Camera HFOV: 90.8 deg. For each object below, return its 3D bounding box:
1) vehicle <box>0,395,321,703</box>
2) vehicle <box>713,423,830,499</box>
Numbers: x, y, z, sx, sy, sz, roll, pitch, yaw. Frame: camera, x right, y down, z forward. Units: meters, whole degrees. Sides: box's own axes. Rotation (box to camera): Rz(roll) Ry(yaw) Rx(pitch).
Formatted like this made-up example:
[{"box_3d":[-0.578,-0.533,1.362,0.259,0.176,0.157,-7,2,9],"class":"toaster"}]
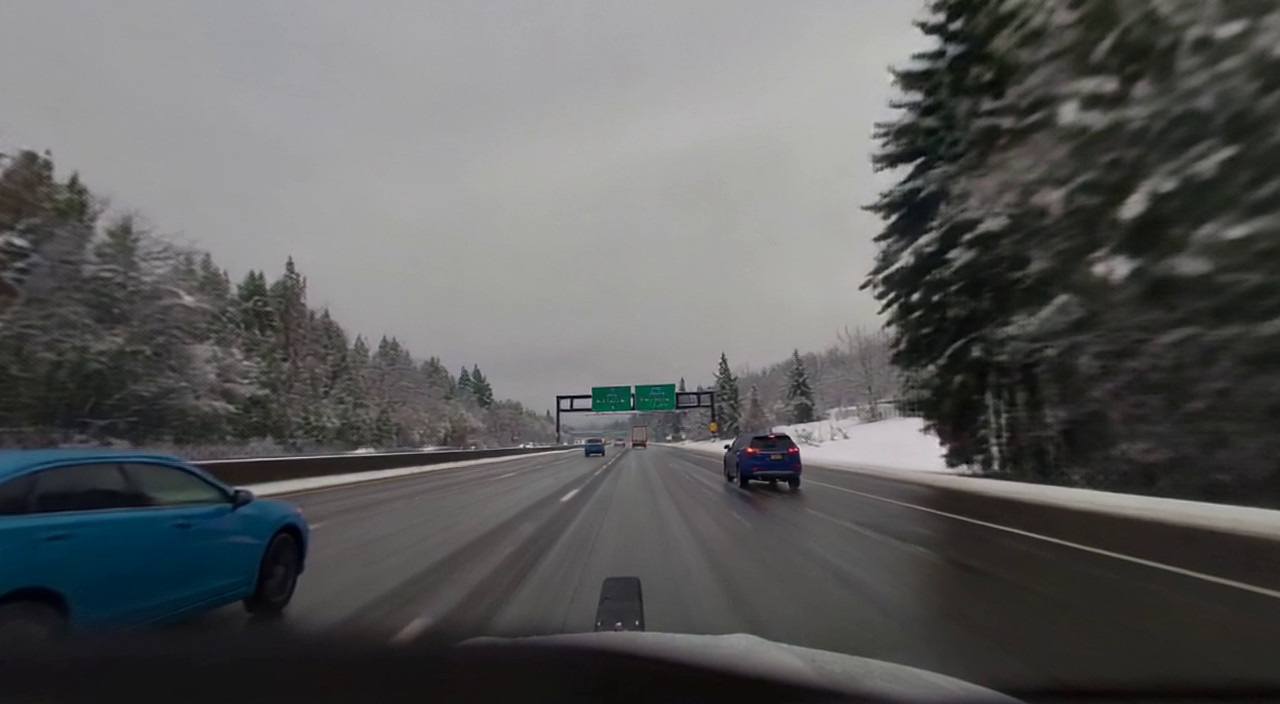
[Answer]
[{"box_3d":[-3.998,1.050,3.265,2.118,1.573,4.940,0,-9,0],"class":"vehicle"},{"box_3d":[3.225,2.779,16.396,2.053,1.714,4.097,0,-9,-1],"class":"vehicle"}]
